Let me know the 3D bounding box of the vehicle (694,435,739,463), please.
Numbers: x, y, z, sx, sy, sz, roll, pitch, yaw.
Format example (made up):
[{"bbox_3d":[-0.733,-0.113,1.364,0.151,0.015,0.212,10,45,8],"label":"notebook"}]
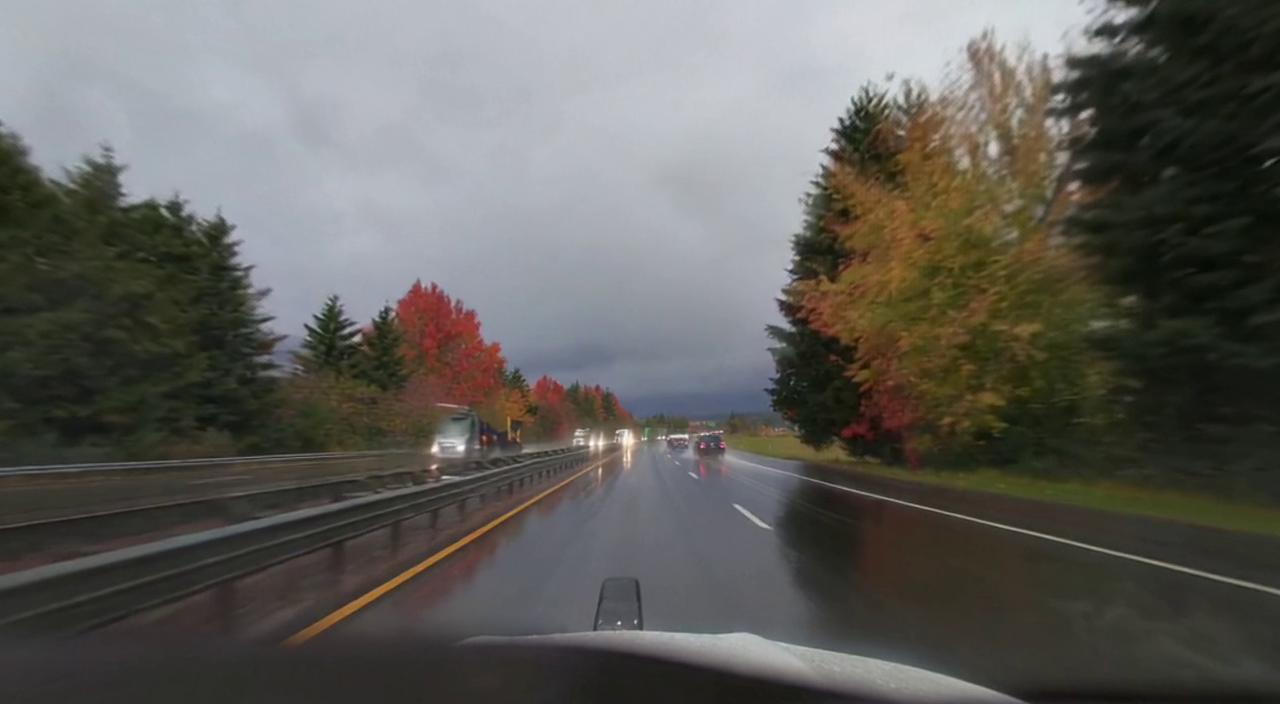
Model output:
[{"bbox_3d":[4.350,5.599,36.376,2.024,1.516,4.197,0,-8,0],"label":"vehicle"}]

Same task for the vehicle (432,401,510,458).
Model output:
[{"bbox_3d":[-12.651,6.053,48.275,3.048,3.893,10.150,0,-8,1],"label":"vehicle"}]
